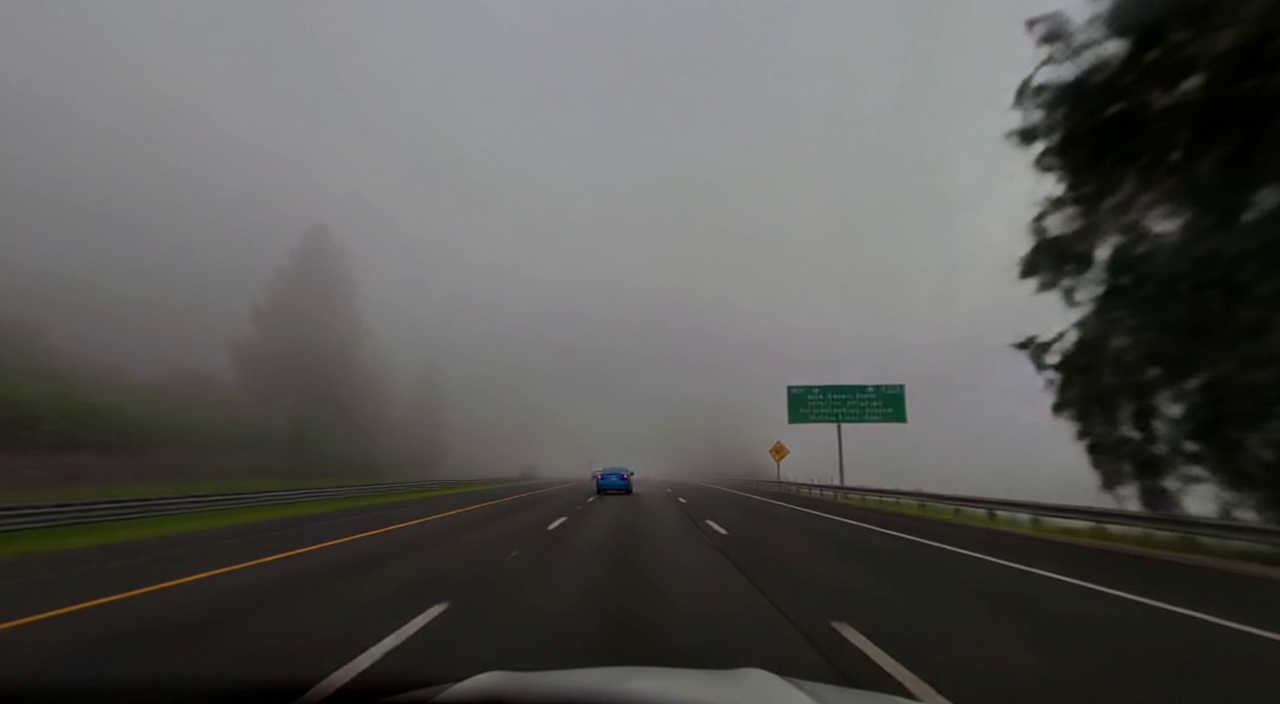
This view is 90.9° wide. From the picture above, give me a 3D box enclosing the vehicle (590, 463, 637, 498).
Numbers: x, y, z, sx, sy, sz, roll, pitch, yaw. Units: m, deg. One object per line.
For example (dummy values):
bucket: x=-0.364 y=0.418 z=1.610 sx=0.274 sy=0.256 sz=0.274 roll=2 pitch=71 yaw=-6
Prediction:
vehicle: x=-1.218 y=6.256 z=30.911 sx=2.016 sy=1.530 sz=4.009 roll=1 pitch=-10 yaw=1
